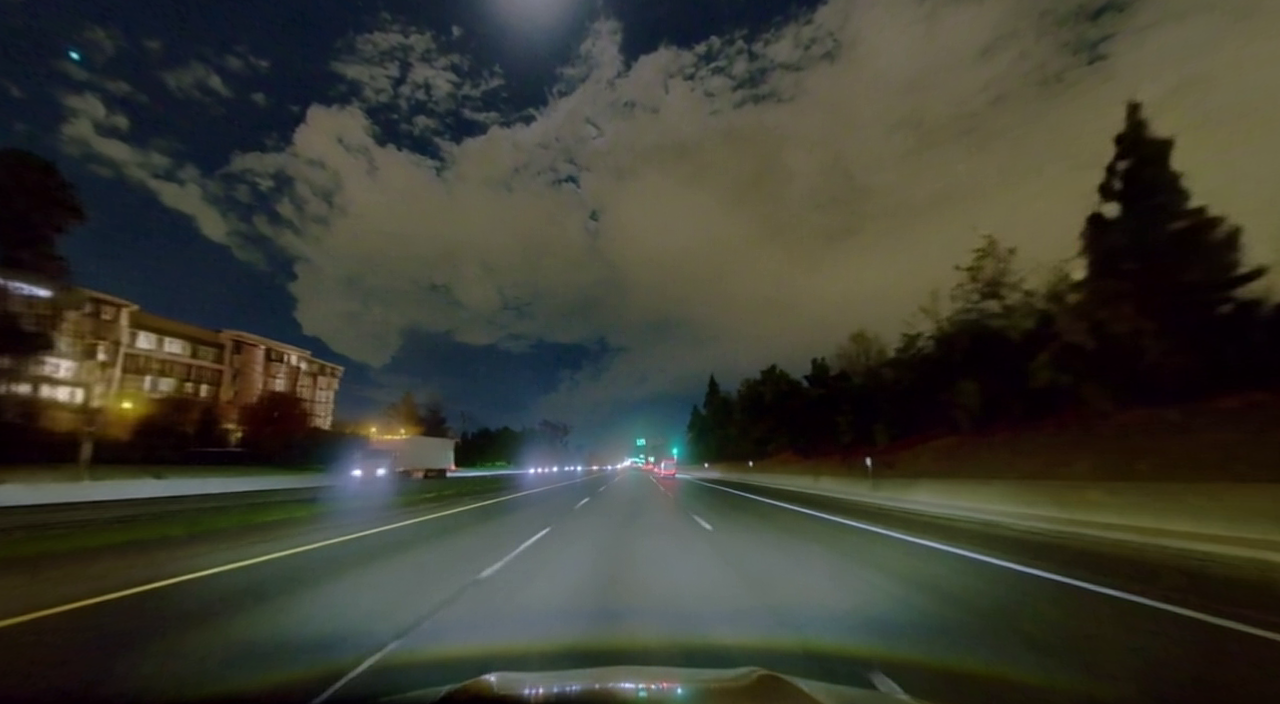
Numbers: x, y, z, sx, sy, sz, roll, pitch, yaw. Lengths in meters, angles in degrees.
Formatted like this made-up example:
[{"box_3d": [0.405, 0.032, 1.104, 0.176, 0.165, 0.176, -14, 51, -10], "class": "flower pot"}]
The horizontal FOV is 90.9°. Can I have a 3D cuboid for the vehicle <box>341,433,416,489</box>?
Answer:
[{"box_3d": [-20.107, 8.476, 48.895, 3.010, 4.019, 5.914, 1, -10, 0], "class": "vehicle"}]
